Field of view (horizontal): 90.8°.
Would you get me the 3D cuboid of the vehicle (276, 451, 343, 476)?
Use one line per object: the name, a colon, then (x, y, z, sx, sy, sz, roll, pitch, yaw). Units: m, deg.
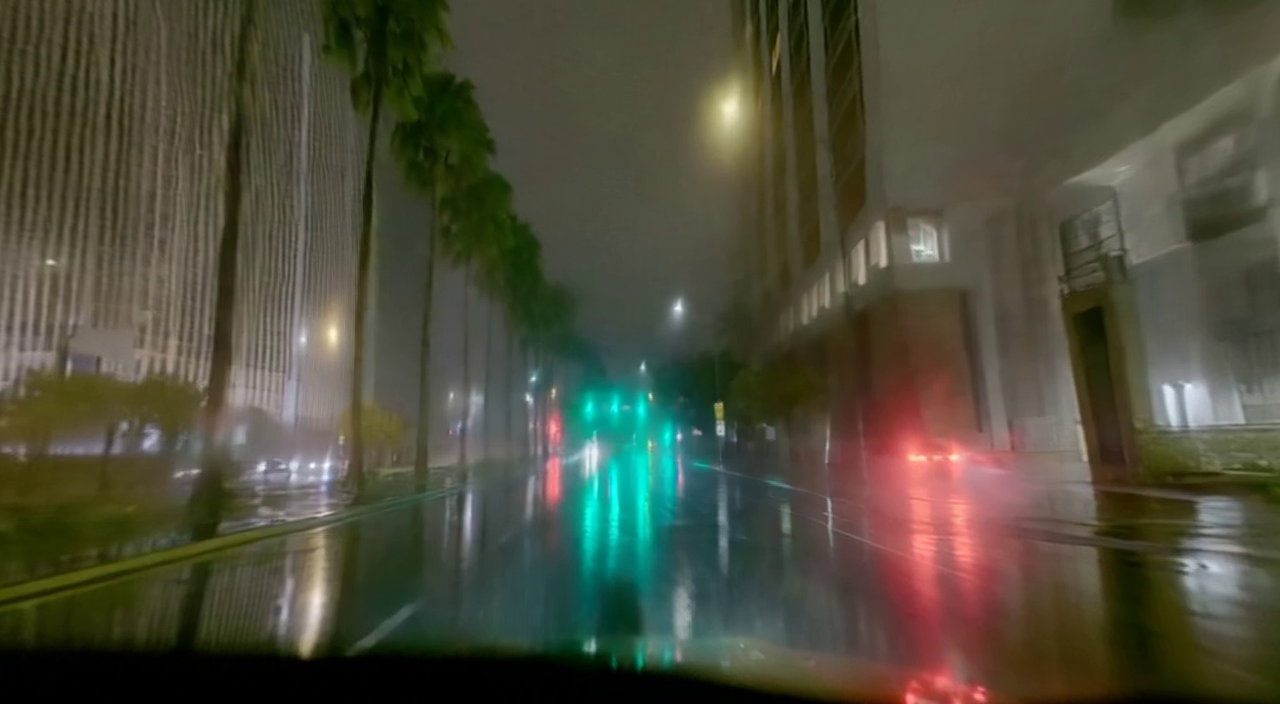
vehicle: (-25.135, 8.487, 48.349, 2.062, 1.765, 5.897, 0, -9, -2)

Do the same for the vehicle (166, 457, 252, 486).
vehicle: (-25.011, 6.924, 36.879, 2.080, 1.457, 4.424, 0, -9, -3)
